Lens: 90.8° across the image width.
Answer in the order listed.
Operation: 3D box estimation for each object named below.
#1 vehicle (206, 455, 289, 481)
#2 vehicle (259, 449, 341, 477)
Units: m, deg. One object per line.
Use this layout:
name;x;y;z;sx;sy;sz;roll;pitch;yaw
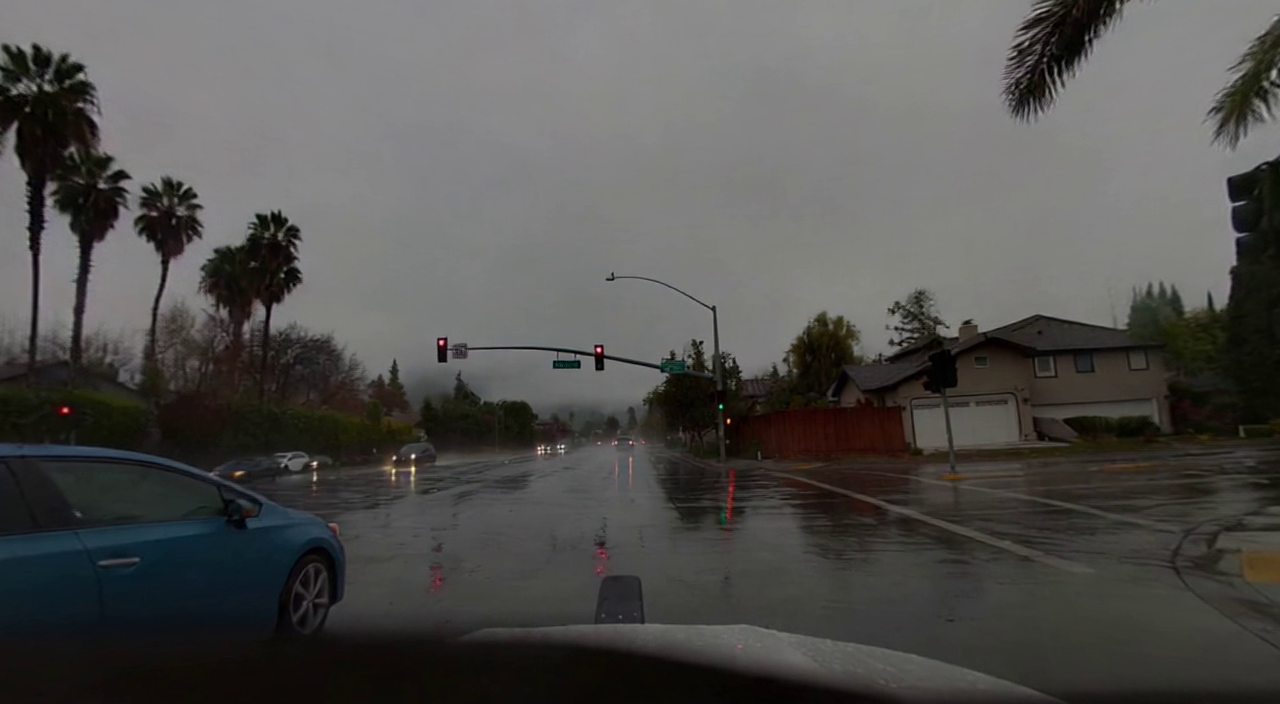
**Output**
vehicle;-24.093;7.113;39.009;2.019;1.427;4.630;0;-9;1
vehicle;-20.055;6.521;37.516;2.084;1.528;4.778;-1;-9;2
